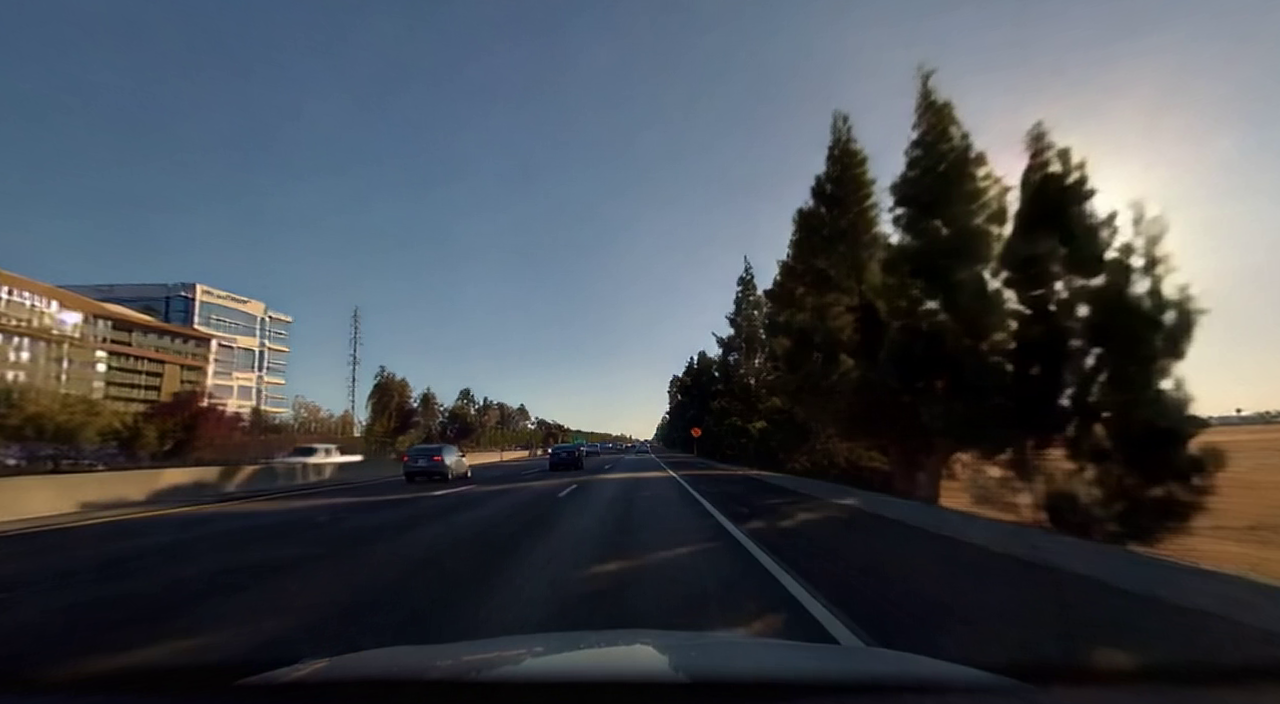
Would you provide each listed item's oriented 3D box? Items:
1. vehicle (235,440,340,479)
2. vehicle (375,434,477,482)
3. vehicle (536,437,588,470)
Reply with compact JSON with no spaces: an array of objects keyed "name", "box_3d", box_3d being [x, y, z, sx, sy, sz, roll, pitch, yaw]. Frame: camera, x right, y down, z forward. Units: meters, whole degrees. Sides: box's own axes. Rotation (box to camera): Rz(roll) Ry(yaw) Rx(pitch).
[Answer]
[{"name":"vehicle","box_3d":[-15.312,4.671,27.667,1.909,1.524,4.573,0,-9,1]},{"name":"vehicle","box_3d":[-7.582,3.801,22.879,2.034,1.523,4.627,0,-8,1]},{"name":"vehicle","box_3d":[-4.062,5.416,33.724,2.083,1.588,4.801,0,-8,1]}]
